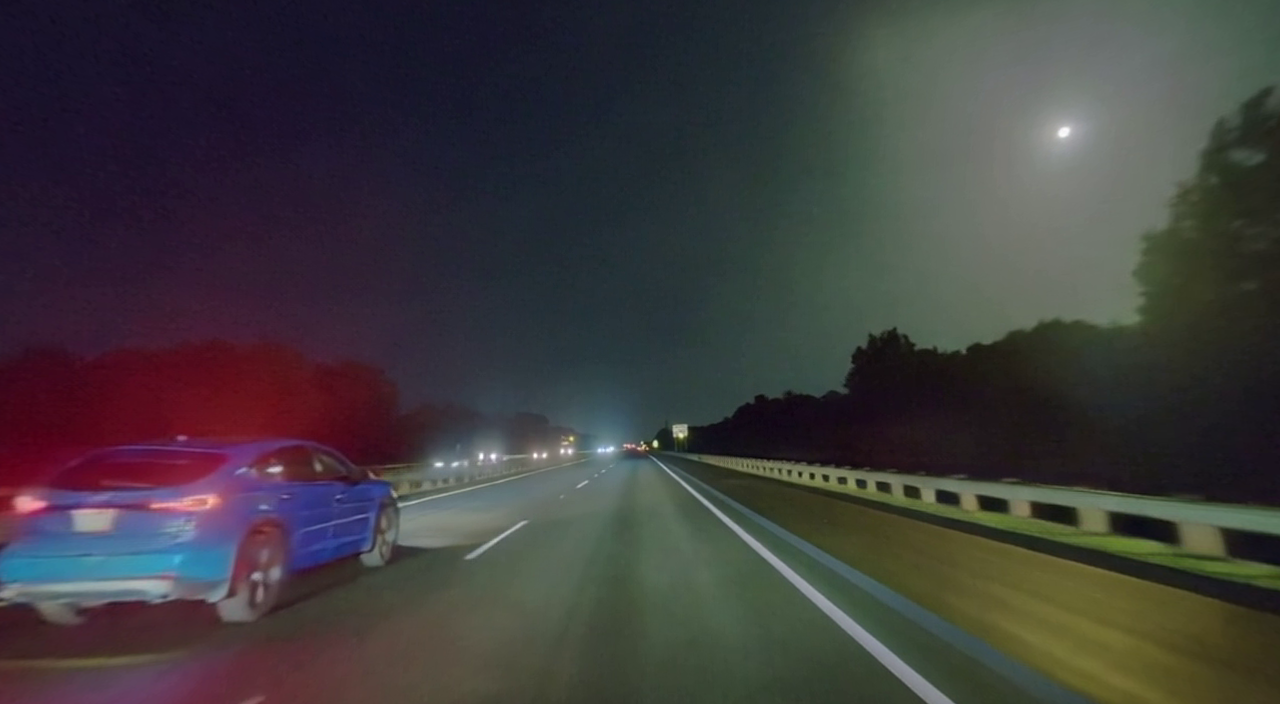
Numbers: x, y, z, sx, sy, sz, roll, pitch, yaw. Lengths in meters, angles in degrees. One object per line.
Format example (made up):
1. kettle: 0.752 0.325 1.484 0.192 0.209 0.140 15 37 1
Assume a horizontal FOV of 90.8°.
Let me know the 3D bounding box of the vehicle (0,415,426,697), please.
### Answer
1. vehicle: -3.878 1.503 5.884 2.118 1.562 4.541 0 -9 1

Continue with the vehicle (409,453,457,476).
1. vehicle: -14.378 7.819 43.993 1.804 1.442 4.254 0 -9 2
